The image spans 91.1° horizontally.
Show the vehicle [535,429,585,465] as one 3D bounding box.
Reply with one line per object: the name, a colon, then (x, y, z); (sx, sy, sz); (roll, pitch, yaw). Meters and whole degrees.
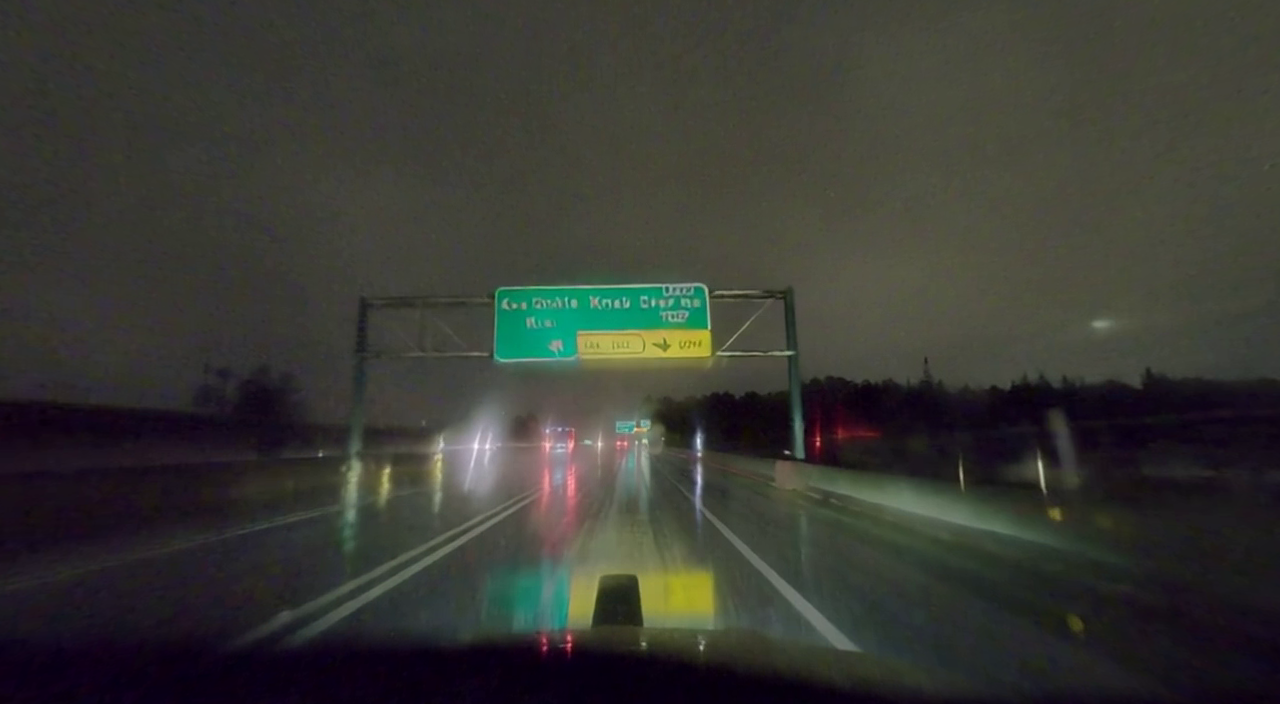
vehicle: (-4.686, 5.656, 37.731); (2.281, 1.957, 5.713); (0, -8, -1)
